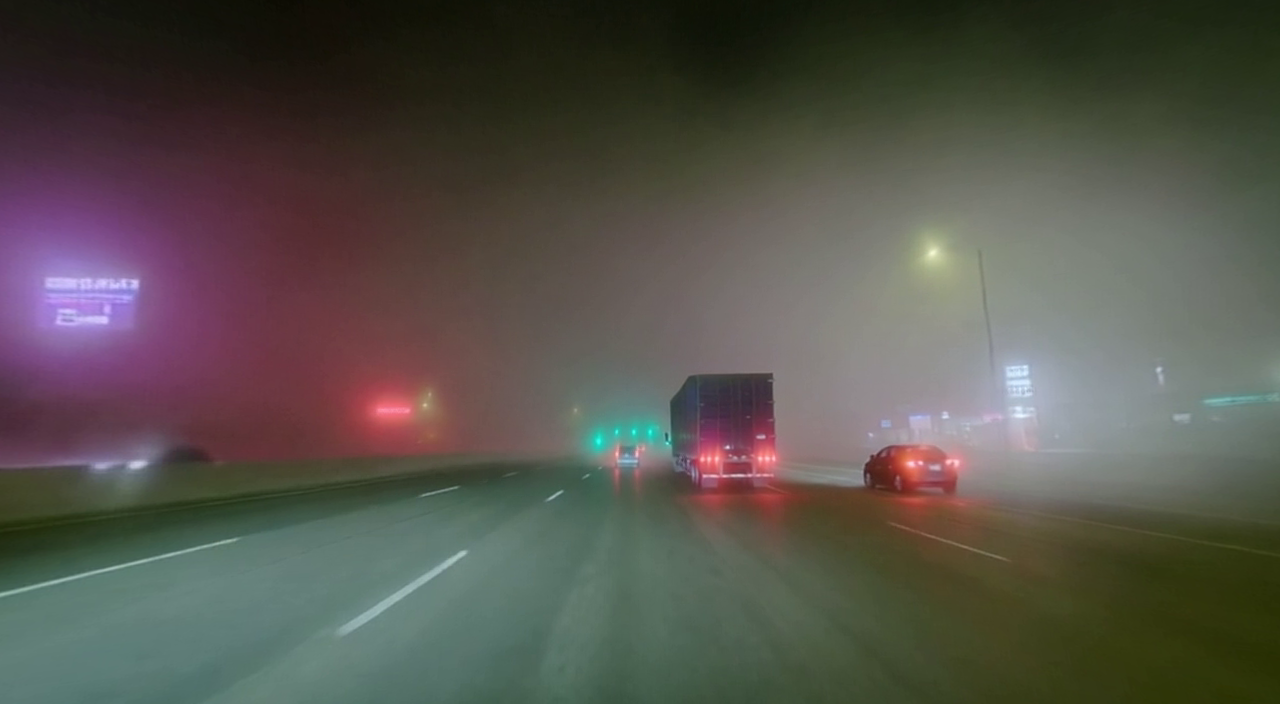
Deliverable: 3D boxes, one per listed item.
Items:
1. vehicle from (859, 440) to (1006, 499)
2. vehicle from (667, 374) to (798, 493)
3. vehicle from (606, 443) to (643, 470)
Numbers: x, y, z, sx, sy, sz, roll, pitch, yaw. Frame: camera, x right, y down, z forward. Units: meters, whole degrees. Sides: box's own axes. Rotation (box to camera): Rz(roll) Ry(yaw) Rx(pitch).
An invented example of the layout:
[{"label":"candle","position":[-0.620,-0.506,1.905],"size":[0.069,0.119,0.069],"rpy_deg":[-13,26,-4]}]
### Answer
[{"label":"vehicle","position":[8.292,3.351,18.513],"size":[2.105,1.494,4.537],"rpy_deg":[0,-8,0]},{"label":"vehicle","position":[2.840,3.104,23.393],"size":[2.934,3.325,10.986],"rpy_deg":[0,-8,-1]},{"label":"vehicle","position":[-0.851,5.891,35.720],"size":[1.929,1.395,3.999],"rpy_deg":[0,-8,-1]}]
